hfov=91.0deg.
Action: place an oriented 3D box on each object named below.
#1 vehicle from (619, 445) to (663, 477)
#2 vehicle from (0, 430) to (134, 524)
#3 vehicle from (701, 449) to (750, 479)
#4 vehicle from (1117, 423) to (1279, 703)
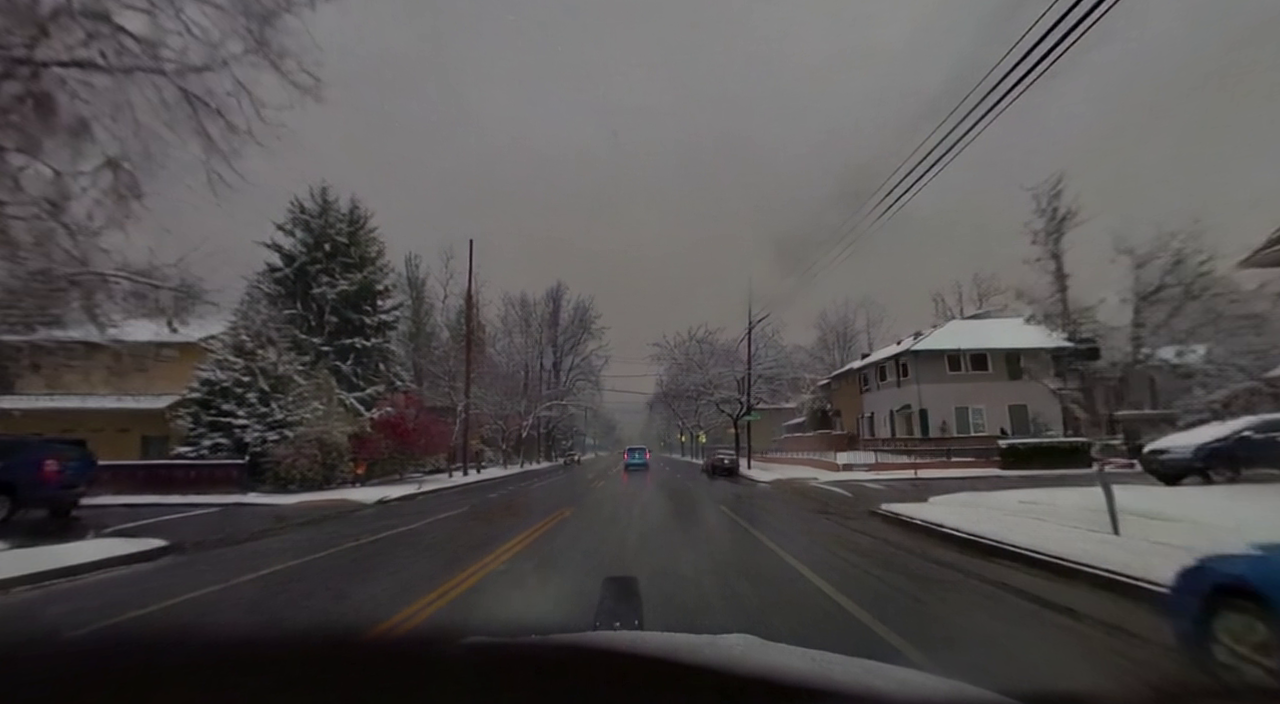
[{"bbox_3d":[0.027,5.518,32.101,2.104,1.500,3.815,0,-9,0],"label":"vehicle"},{"bbox_3d":[-15.636,2.952,14.329,6.278,1.911,2.173,-3,-10,0],"label":"vehicle"},{"bbox_3d":[4.620,6.133,34.766,1.977,1.481,5.155,0,-9,0],"label":"vehicle"},{"bbox_3d":[4.056,0.951,1.899,1.899,1.547,4.259,0,-9,1],"label":"vehicle"}]
